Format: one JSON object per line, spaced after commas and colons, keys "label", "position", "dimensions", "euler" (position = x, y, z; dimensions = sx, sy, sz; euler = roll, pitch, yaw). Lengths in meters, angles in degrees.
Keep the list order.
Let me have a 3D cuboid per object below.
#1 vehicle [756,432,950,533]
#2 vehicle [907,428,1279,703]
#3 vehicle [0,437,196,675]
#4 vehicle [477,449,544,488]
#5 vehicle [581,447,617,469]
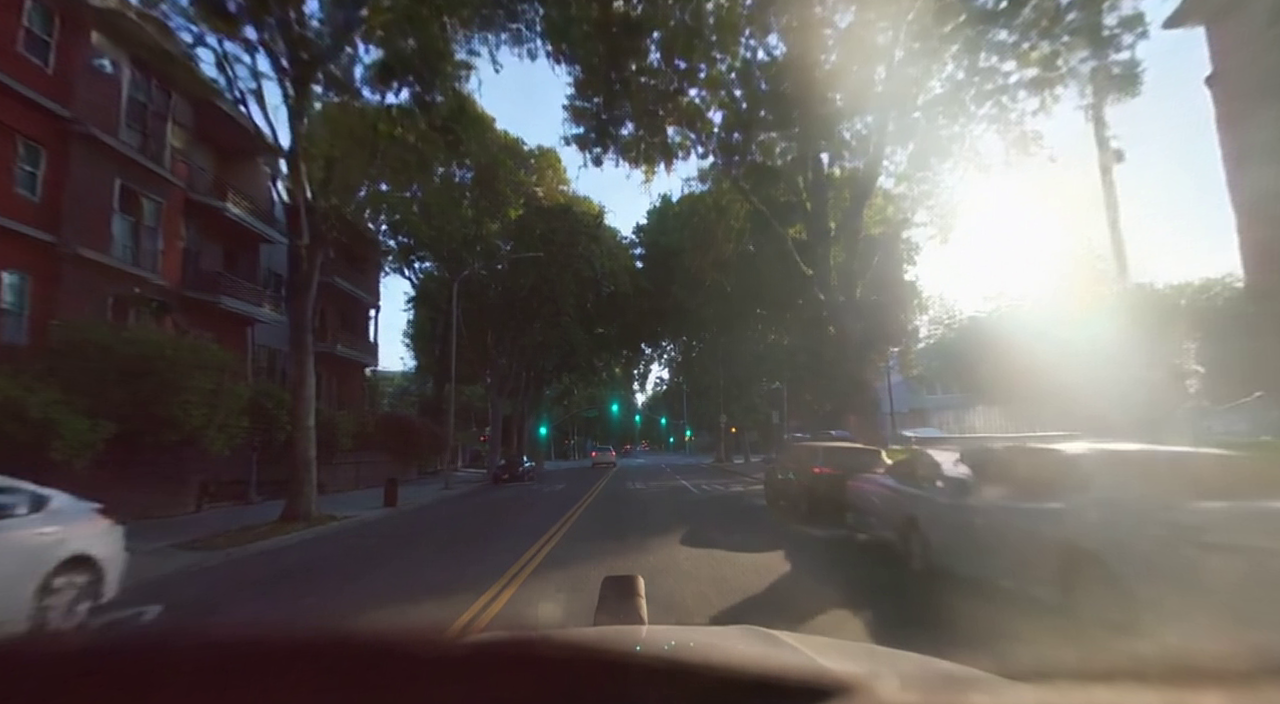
{"label": "vehicle", "position": [4.015, 2.537, 13.004], "dimensions": [2.082, 1.662, 4.753], "euler": [0, -9, -4]}
{"label": "vehicle", "position": [4.086, 1.344, 4.625], "dimensions": [2.298, 1.458, 4.483], "euler": [0, -9, 0]}
{"label": "vehicle", "position": [-5.929, 1.509, 4.525], "dimensions": [2.142, 1.775, 4.428], "euler": [0, -9, 2]}
{"label": "vehicle", "position": [-5.773, 5.232, 28.629], "dimensions": [1.947, 1.473, 4.397], "euler": [-4, -9, 1]}
{"label": "vehicle", "position": [-2.716, 7.141, 42.774], "dimensions": [2.029, 1.438, 4.313], "euler": [0, -9, 1]}
